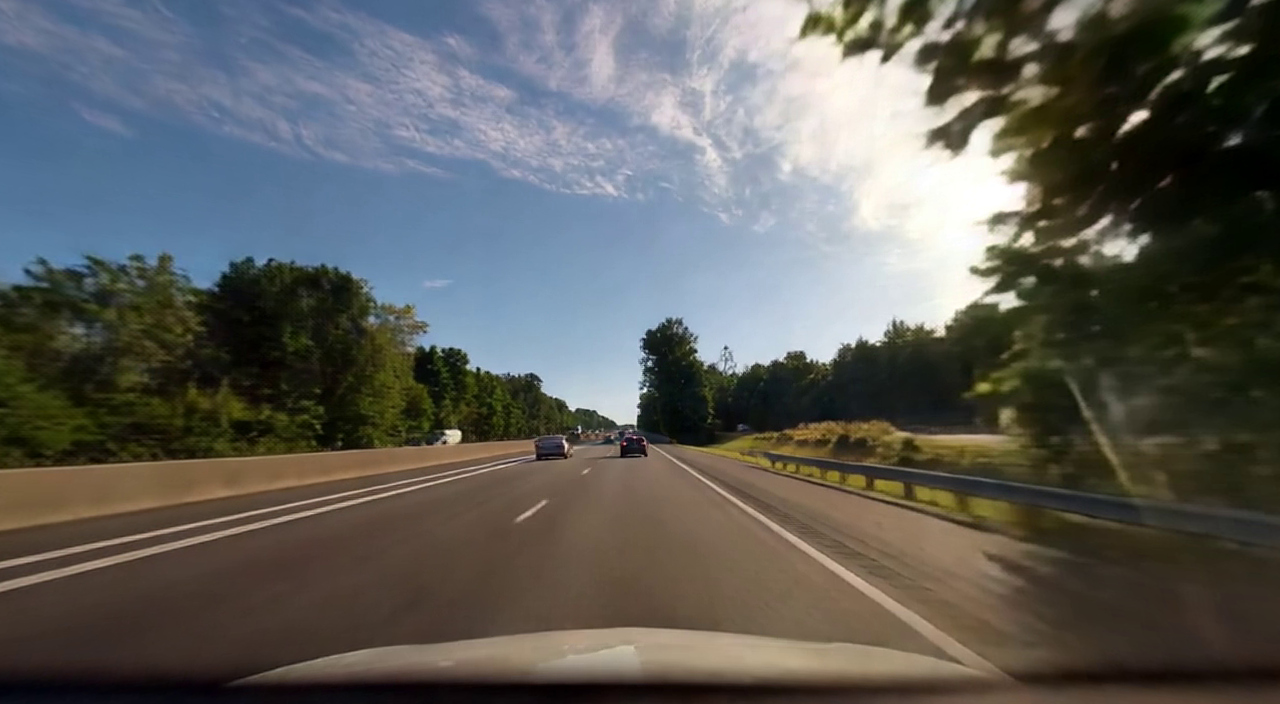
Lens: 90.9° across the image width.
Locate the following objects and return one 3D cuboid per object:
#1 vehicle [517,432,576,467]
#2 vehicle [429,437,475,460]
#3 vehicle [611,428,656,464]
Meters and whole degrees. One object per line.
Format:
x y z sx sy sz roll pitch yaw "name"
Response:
-4.149 4.401 28.707 2.030 1.491 4.046 0 -8 1 "vehicle"
-12.985 6.668 43.776 1.888 1.432 4.235 0 -8 0 "vehicle"
-0.307 4.709 31.750 2.134 1.654 4.174 0 -8 0 "vehicle"
